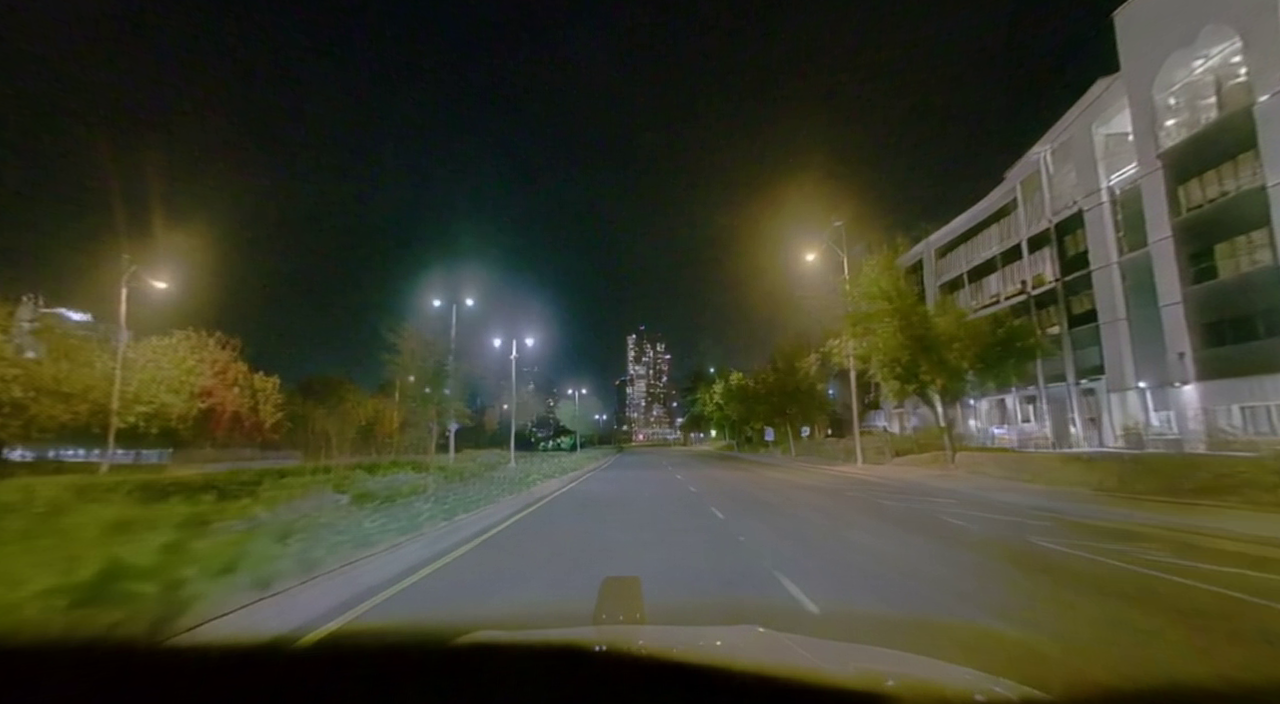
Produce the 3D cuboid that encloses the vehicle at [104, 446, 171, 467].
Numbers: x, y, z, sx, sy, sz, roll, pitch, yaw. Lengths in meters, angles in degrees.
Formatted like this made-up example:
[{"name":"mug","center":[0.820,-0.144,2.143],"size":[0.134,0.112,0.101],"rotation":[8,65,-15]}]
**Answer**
[{"name":"vehicle","center":[-38.391,7.977,48.422],"size":[1.913,1.545,4.055],"rotation":[0,-9,-3]}]
